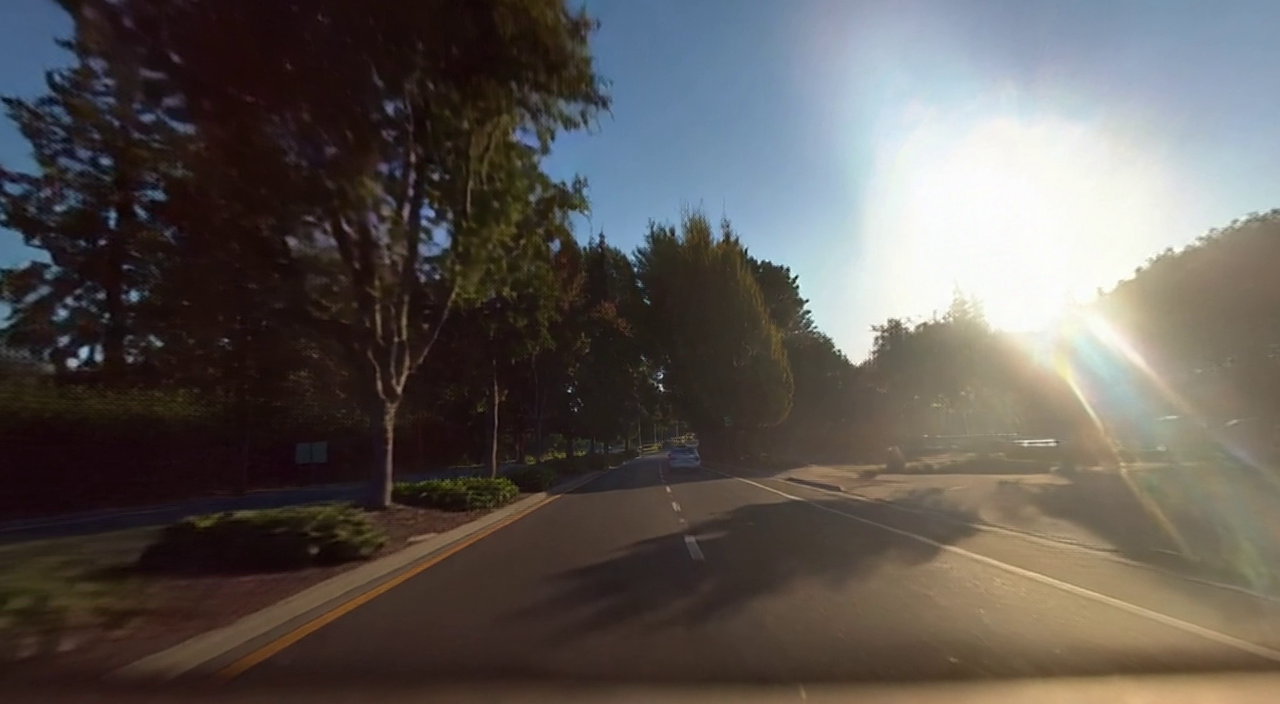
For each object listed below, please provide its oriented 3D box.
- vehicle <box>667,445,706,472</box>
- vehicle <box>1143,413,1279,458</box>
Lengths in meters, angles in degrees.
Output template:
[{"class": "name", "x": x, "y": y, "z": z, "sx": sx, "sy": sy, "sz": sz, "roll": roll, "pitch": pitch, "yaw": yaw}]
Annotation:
[{"class": "vehicle", "x": 2.775, "y": 6.449, "z": 38.463, "sx": 2.044, "sy": 1.537, "sz": 4.528, "roll": 0, "pitch": -8, "yaw": 0}, {"class": "vehicle", "x": 28.345, "y": 4.107, "z": 30.884, "sx": 5.465, "sy": 2.116, "sz": 2.004, "roll": 0, "pitch": -8, "yaw": 0}]
